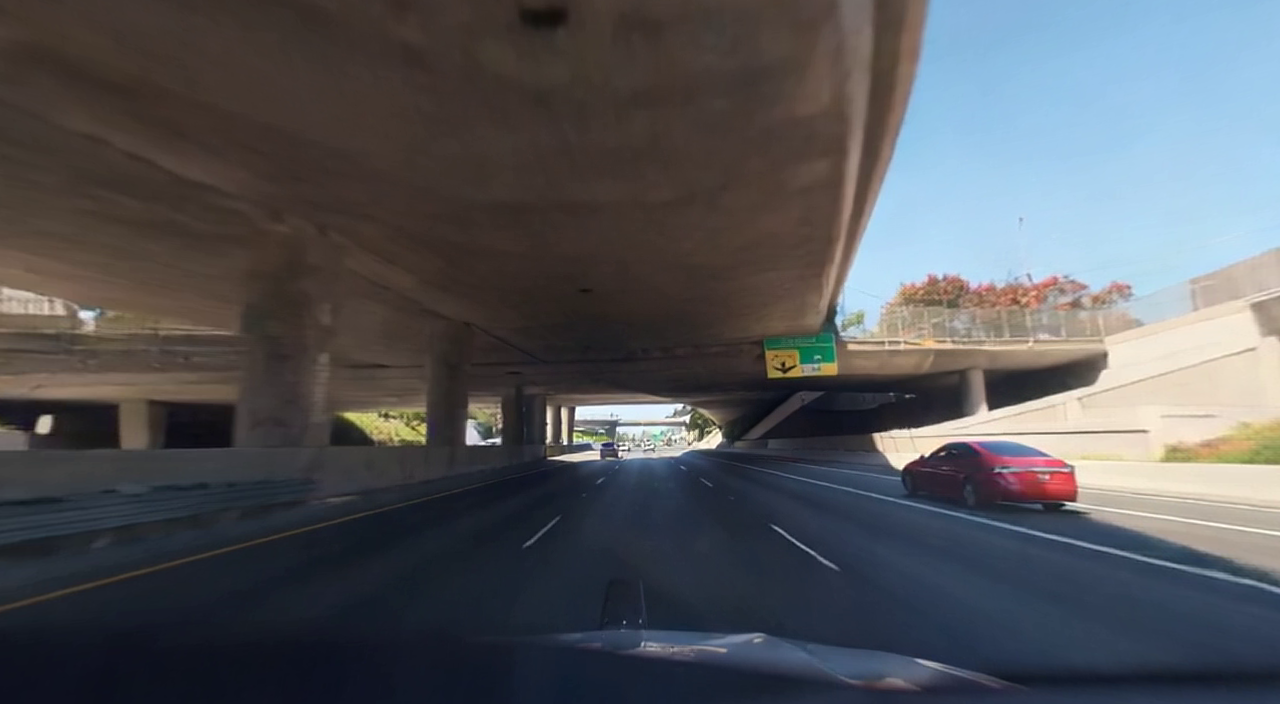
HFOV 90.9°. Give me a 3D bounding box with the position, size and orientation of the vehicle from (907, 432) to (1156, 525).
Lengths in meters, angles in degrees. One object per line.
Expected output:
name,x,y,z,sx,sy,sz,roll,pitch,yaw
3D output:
vehicle,7.208,2.353,12.353,1.914,1.465,4.574,0,-8,0
